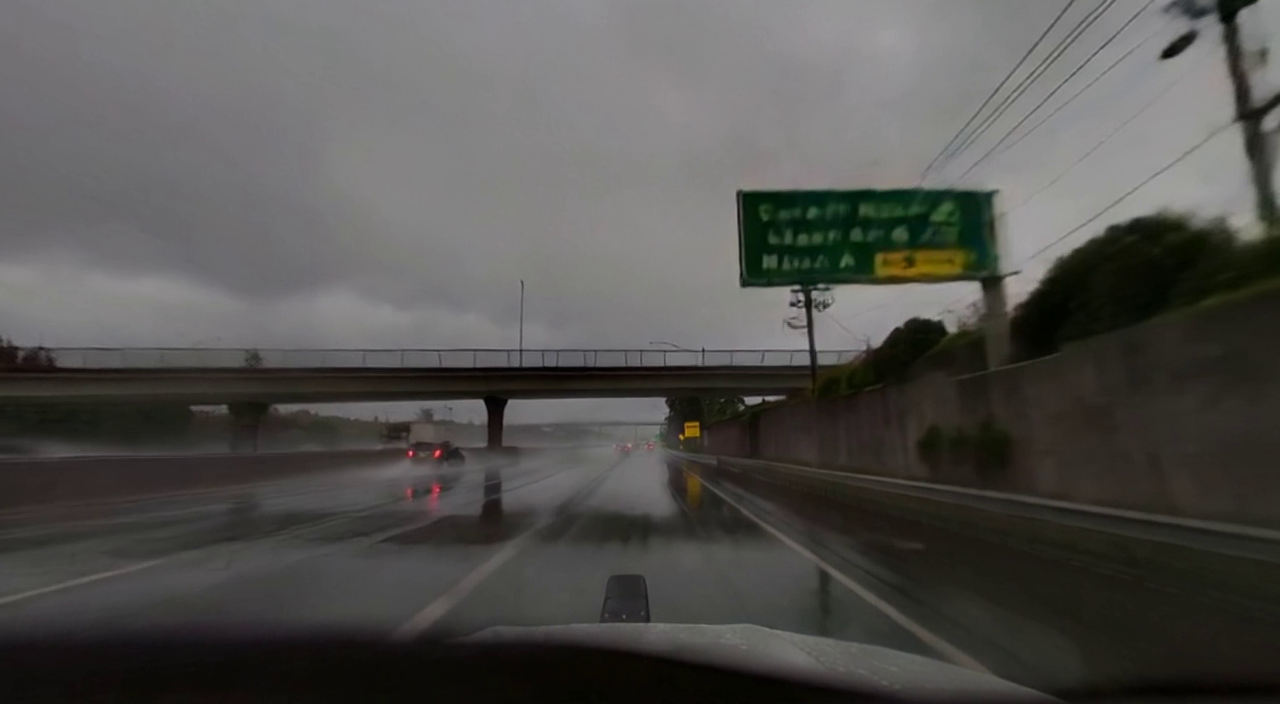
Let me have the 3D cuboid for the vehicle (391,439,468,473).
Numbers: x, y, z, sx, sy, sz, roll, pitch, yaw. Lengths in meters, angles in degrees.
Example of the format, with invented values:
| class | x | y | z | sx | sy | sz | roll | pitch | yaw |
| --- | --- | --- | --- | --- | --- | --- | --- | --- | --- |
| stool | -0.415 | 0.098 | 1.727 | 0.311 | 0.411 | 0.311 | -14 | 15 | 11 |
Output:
| class | x | y | z | sx | sy | sz | roll | pitch | yaw |
| --- | --- | --- | --- | --- | --- | --- | --- | --- | --- |
| vehicle | -10.044 | 4.985 | 30.477 | 2.056 | 1.476 | 4.562 | 0 | -8 | 1 |
